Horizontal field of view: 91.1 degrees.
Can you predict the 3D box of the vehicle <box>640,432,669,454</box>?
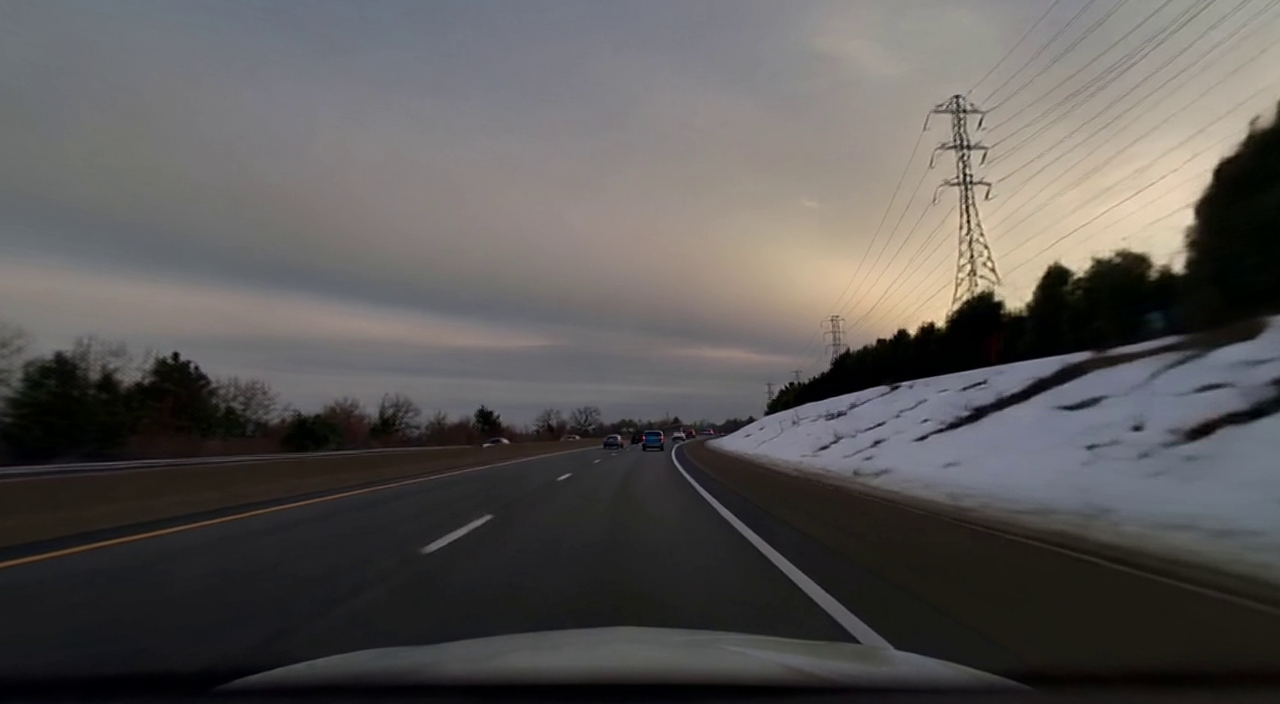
[{"bbox_3d":[1.152,6.891,47.796,2.077,1.523,4.206,0,-8,3],"label":"vehicle"}]
